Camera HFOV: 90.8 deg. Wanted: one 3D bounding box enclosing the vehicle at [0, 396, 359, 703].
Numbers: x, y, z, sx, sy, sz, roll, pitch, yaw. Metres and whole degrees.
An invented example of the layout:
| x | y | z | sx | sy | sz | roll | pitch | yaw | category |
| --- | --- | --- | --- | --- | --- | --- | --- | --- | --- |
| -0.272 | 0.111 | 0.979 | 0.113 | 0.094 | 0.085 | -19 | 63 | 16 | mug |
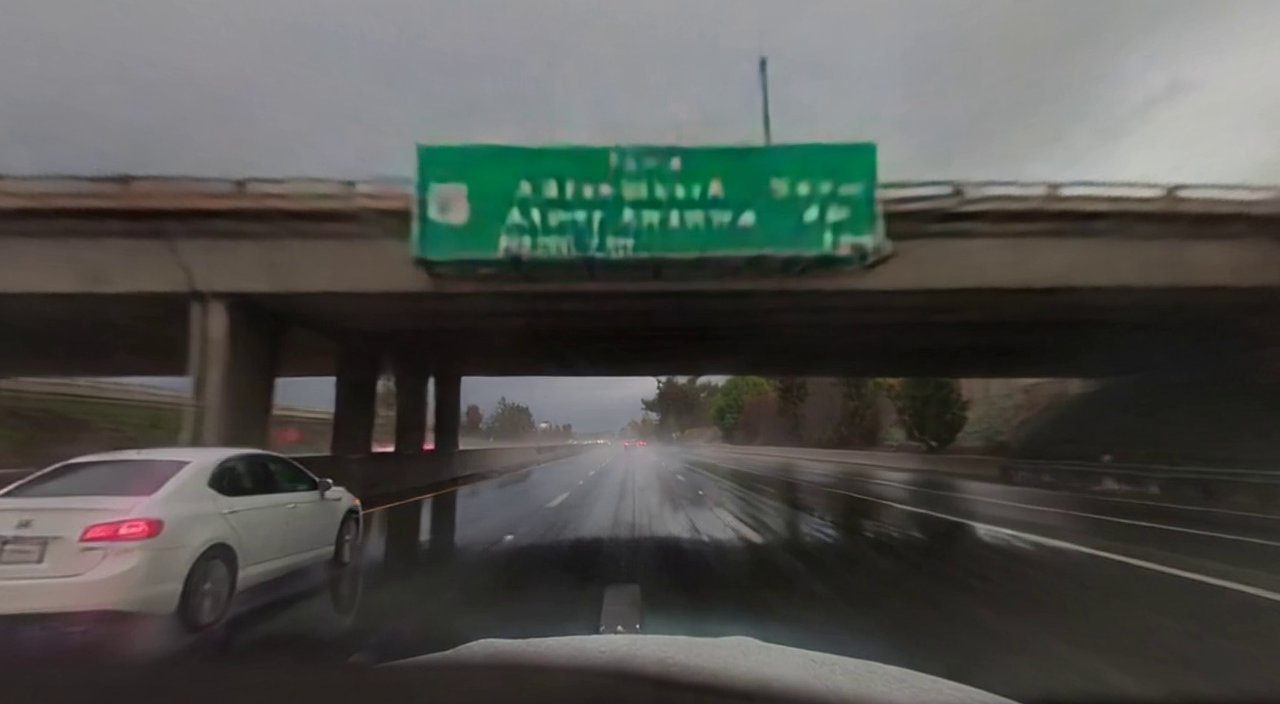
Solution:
| x | y | z | sx | sy | sz | roll | pitch | yaw | category |
| --- | --- | --- | --- | --- | --- | --- | --- | --- | --- |
| -4.043 | 1.222 | 4.543 | 2.050 | 1.547 | 4.266 | 0 | -8 | 0 | vehicle |
